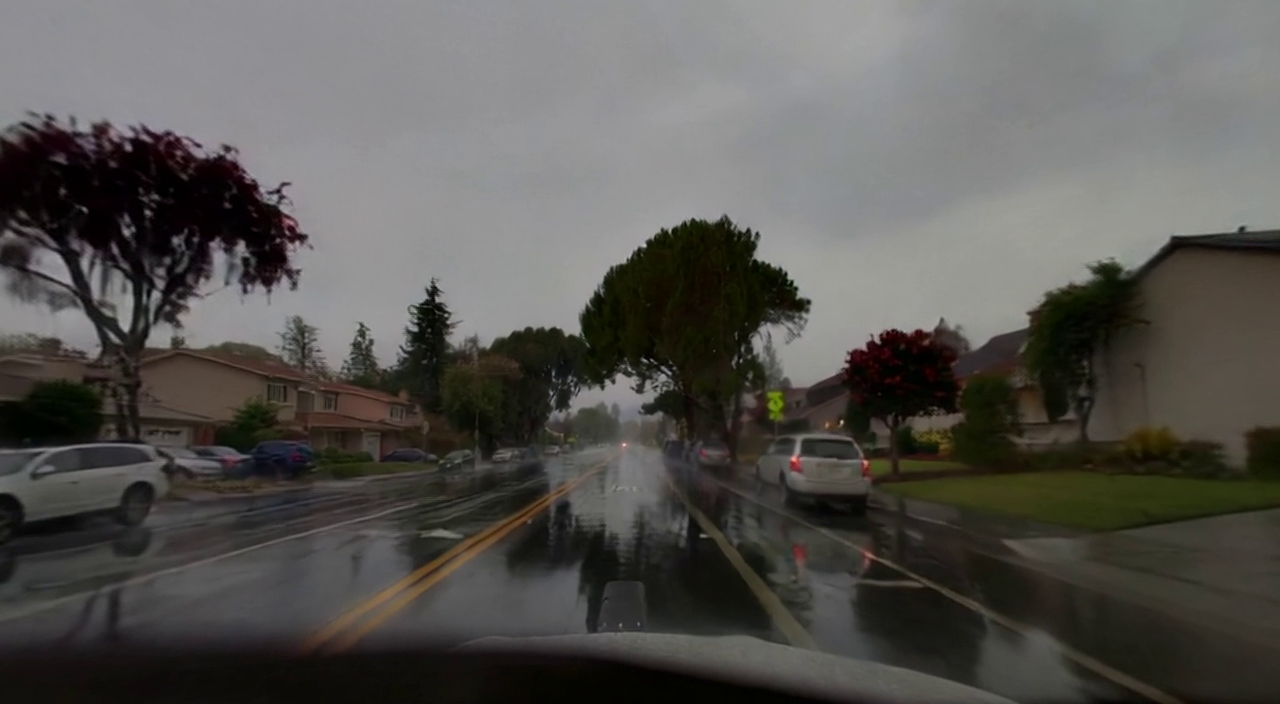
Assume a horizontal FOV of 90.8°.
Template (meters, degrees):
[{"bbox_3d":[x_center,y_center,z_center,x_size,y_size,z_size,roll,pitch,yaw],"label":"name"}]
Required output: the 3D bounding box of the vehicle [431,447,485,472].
[{"bbox_3d":[-11.866,7.050,41.522,2.079,1.509,4.591,0,-9,1],"label":"vehicle"}]

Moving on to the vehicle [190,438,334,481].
[{"bbox_3d":[-17.916,5.088,30.045,5.764,1.898,2.201,-2,-9,11],"label":"vehicle"}]

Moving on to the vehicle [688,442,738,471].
[{"bbox_3d":[4.042,5.875,35.685,1.920,1.541,4.709,0,-9,-4],"label":"vehicle"}]

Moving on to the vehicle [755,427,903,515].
[{"bbox_3d":[4.232,2.750,15.037,2.027,1.751,4.433,0,-9,-2],"label":"vehicle"}]

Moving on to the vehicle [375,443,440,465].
[{"bbox_3d":[-18.320,8.045,49.896,4.310,1.705,1.905,-1,-9,4],"label":"vehicle"}]

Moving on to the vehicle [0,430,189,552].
[{"bbox_3d":[-11.742,2.565,12.115,2.199,1.988,5.454,0,-9,-1],"label":"vehicle"}]
